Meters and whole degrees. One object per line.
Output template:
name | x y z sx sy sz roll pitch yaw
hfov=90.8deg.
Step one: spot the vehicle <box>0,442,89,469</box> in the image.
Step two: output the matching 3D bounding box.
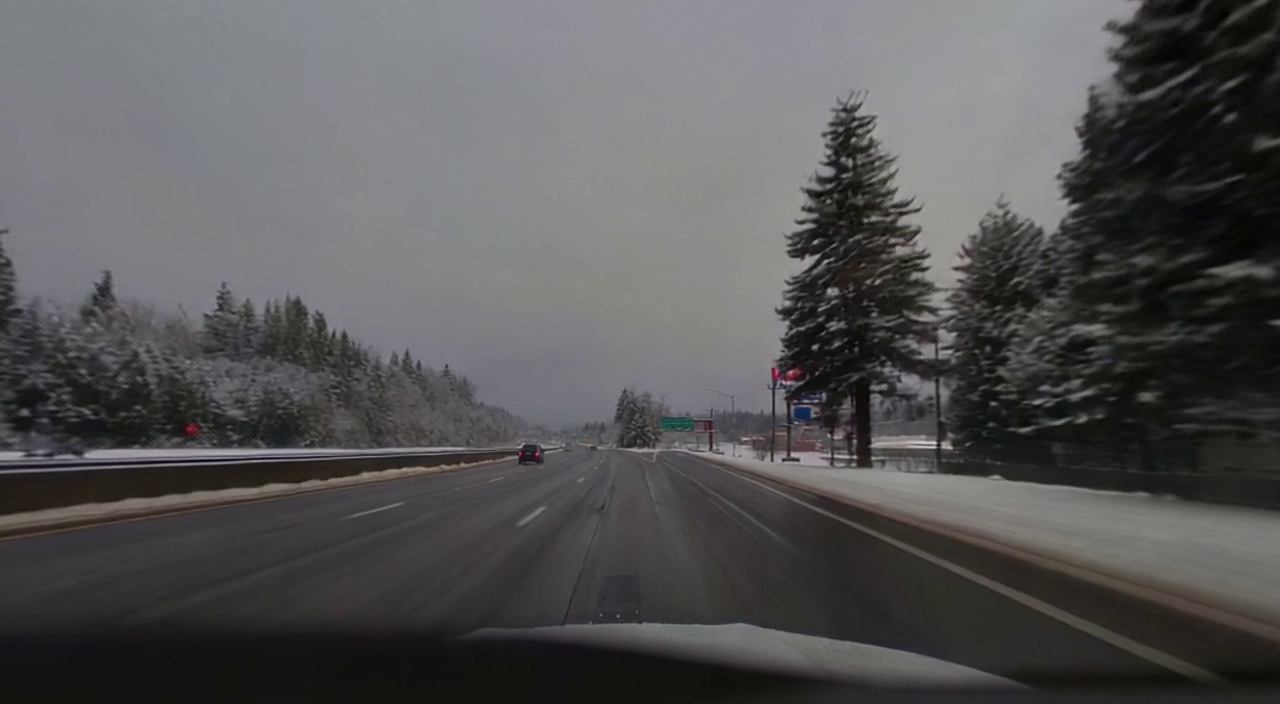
vehicle | -40.525 7.030 43.052 1.975 1.695 4.592 0 -8 -4
